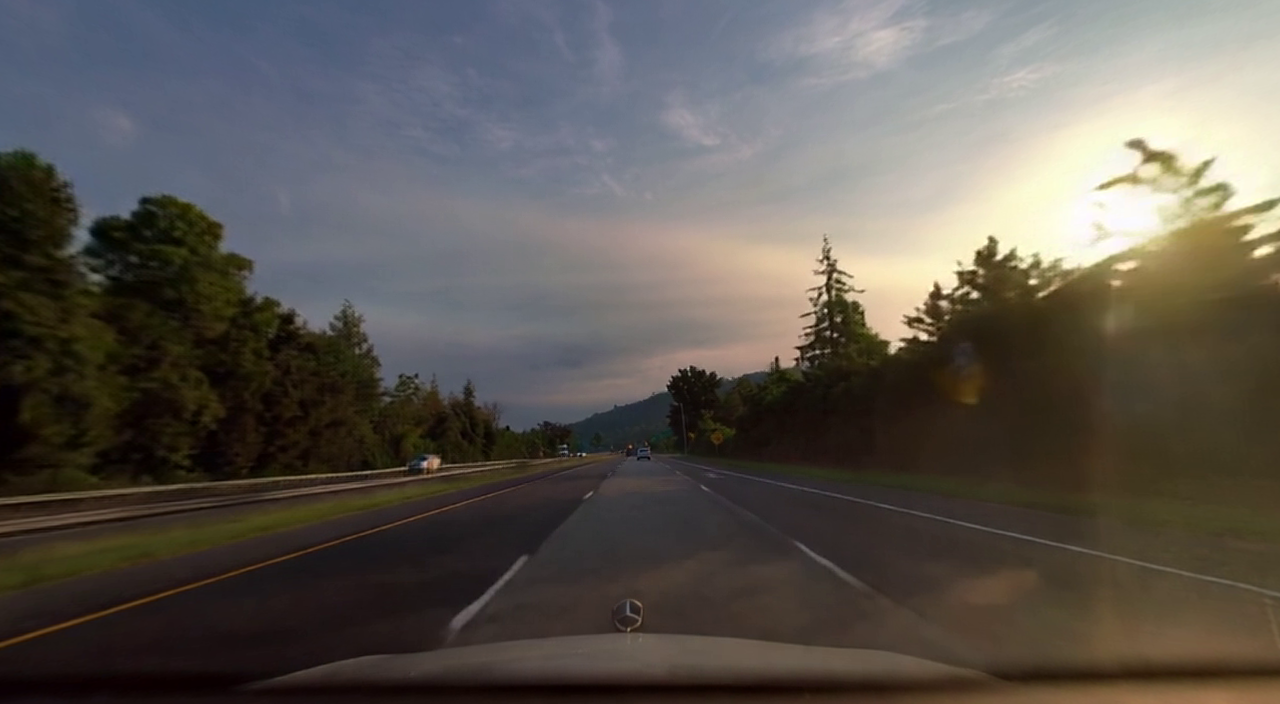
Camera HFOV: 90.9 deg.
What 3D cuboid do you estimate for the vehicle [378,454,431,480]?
[{"bbox_3d":[-16.281,7.948,43.852,1.904,1.611,4.377,0,-9,1],"label":"vehicle"}]
